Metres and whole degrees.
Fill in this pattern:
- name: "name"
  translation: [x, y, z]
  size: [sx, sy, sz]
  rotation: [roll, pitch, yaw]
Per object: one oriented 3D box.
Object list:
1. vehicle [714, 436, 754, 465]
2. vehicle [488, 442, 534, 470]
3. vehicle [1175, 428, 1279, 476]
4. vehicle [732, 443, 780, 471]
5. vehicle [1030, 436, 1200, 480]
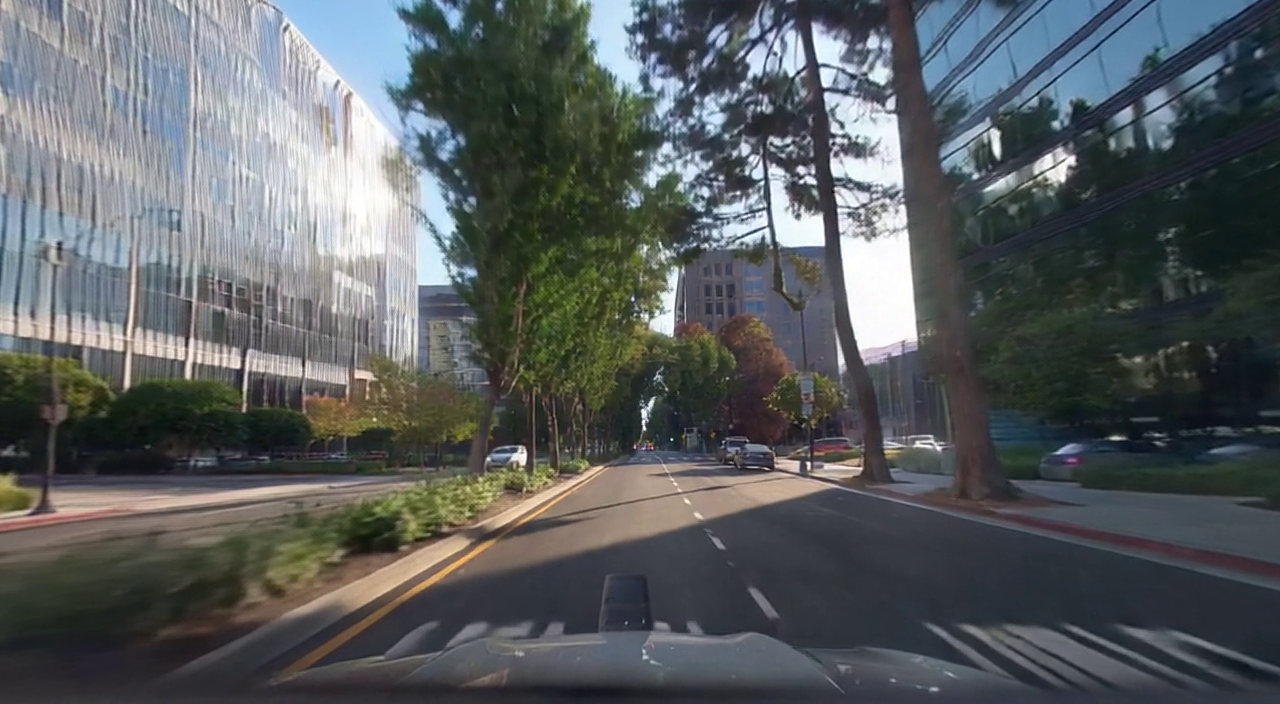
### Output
- name: "vehicle"
  translation: [6.572, 6.986, 44.778]
  size: [2.045, 1.890, 4.876]
  rotation: [0, -8, -1]
- name: "vehicle"
  translation: [-8.031, 6.531, 39.727]
  size: [1.982, 1.608, 4.519]
  rotation: [0, -8, 0]
- name: "vehicle"
  translation: [20.981, 3.333, 21.163]
  size: [4.333, 1.491, 1.744]
  rotation: [-1, -7, 1]
- name: "vehicle"
  translation: [6.568, 5.985, 36.238]
  size: [1.948, 1.511, 4.623]
  rotation: [0, -8, 1]
- name: "vehicle"
  translation: [16.055, 3.595, 21.458]
  size: [4.276, 1.397, 1.786]
  rotation: [0, -8, 1]
